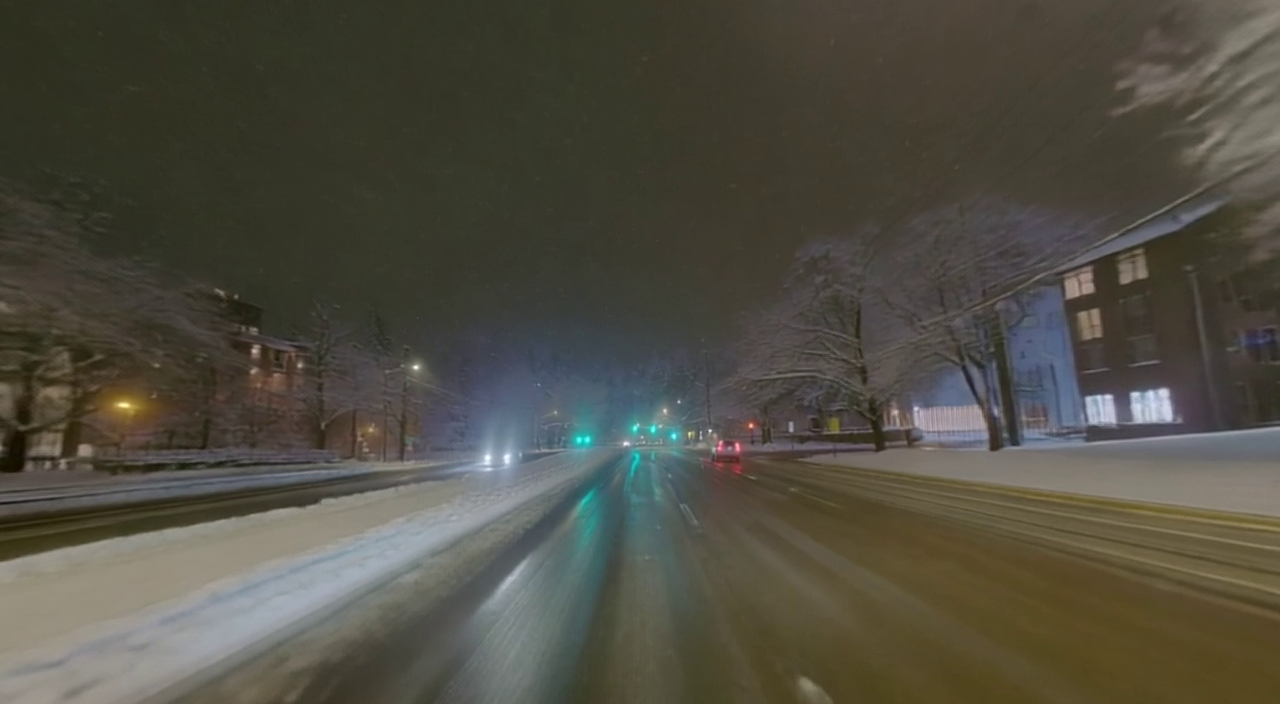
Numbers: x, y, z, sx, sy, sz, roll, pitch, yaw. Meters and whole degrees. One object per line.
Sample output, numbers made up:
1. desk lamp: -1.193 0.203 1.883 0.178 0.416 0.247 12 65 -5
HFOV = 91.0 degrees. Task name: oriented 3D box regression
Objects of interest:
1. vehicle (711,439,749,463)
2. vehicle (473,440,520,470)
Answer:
1. vehicle: 5.810 6.426 41.071 1.908 1.476 3.880 0 -8 0
2. vehicle: -9.575 6.912 42.471 2.041 1.829 4.797 0 -8 0
